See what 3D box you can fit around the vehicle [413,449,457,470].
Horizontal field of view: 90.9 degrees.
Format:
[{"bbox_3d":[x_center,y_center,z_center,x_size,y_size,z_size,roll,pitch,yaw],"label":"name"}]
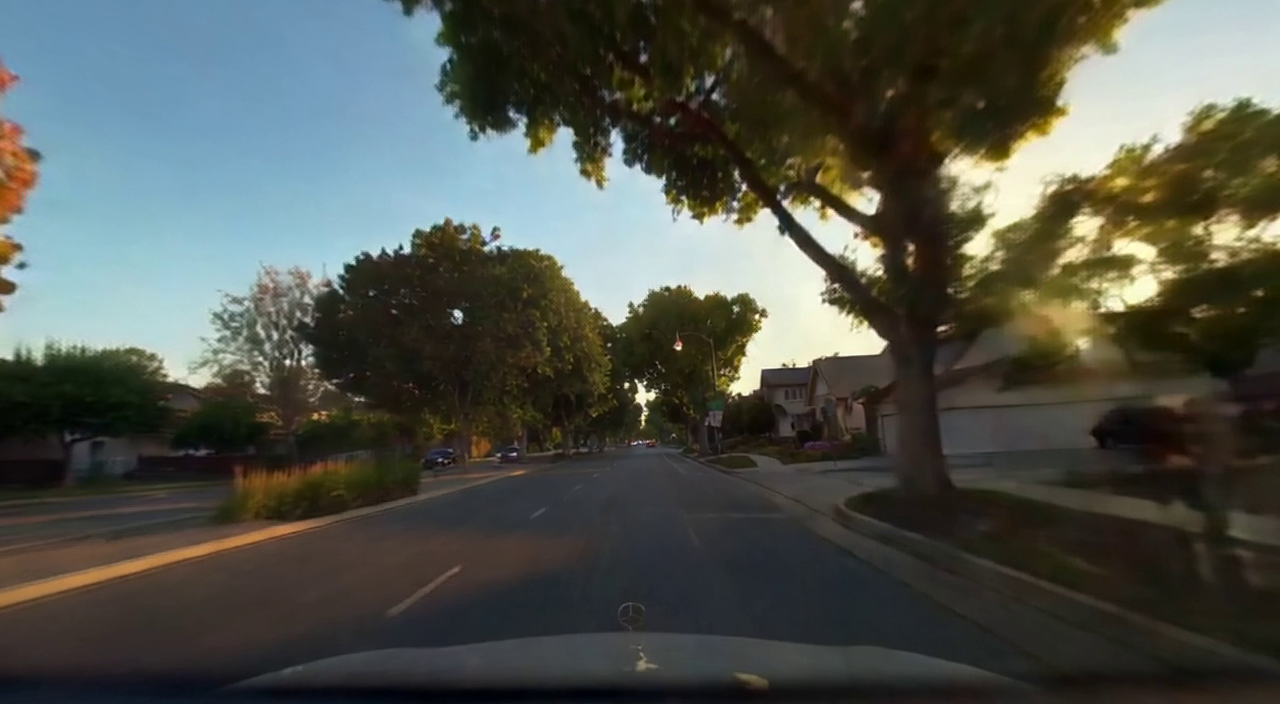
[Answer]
[{"bbox_3d":[-15.642,8.198,48.383,1.942,1.481,4.412,0,-8,-1],"label":"vehicle"}]
